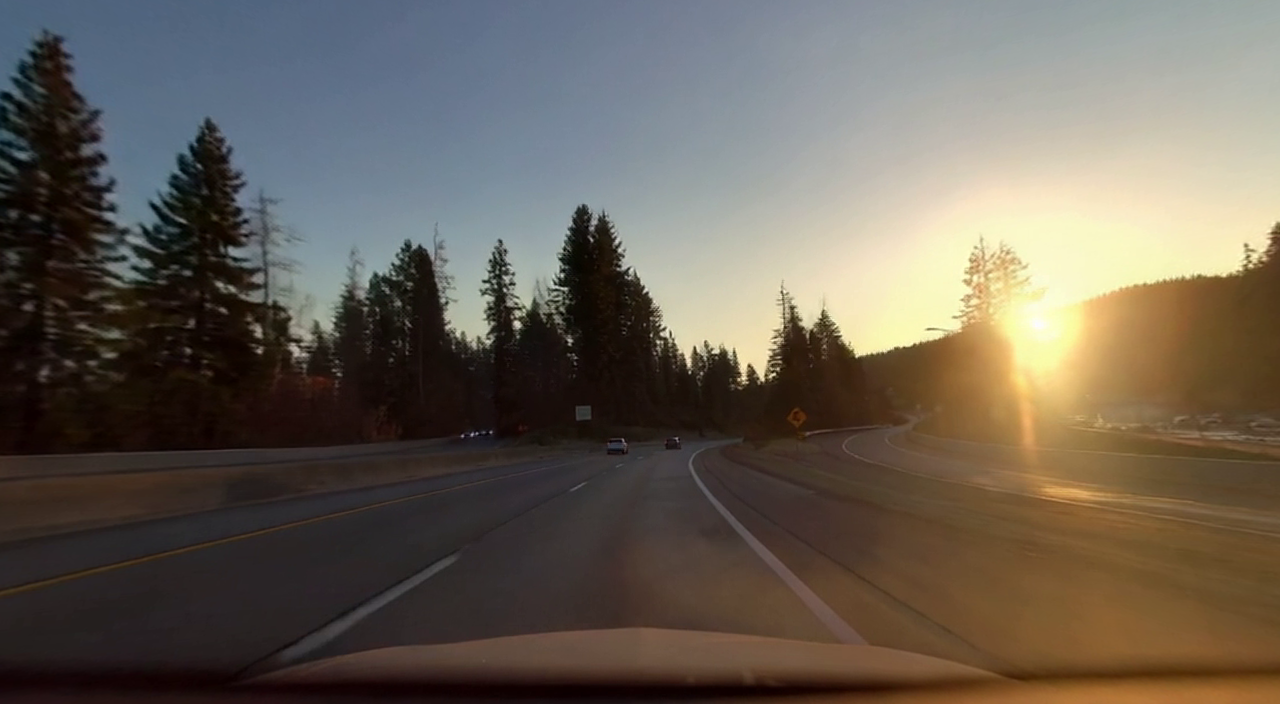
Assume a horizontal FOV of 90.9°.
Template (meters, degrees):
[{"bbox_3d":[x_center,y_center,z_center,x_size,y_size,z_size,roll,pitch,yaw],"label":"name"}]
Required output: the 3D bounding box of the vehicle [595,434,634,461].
[{"bbox_3d":[-1.729,6.653,43.868,2.129,1.742,4.217,-1,-8,5],"label":"vehicle"}]
